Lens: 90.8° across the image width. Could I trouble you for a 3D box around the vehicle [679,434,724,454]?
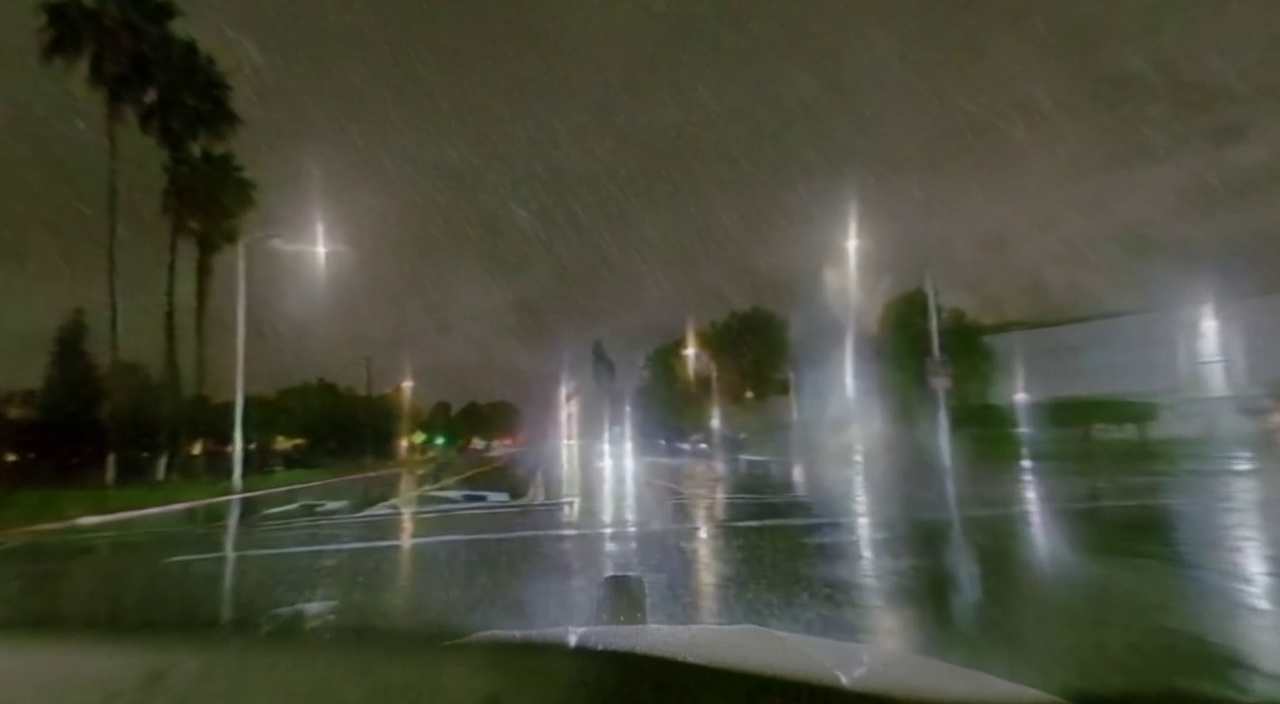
[{"bbox_3d":[4.671,7.123,48.717,1.870,1.456,4.605,3,-9,-16],"label":"vehicle"}]
